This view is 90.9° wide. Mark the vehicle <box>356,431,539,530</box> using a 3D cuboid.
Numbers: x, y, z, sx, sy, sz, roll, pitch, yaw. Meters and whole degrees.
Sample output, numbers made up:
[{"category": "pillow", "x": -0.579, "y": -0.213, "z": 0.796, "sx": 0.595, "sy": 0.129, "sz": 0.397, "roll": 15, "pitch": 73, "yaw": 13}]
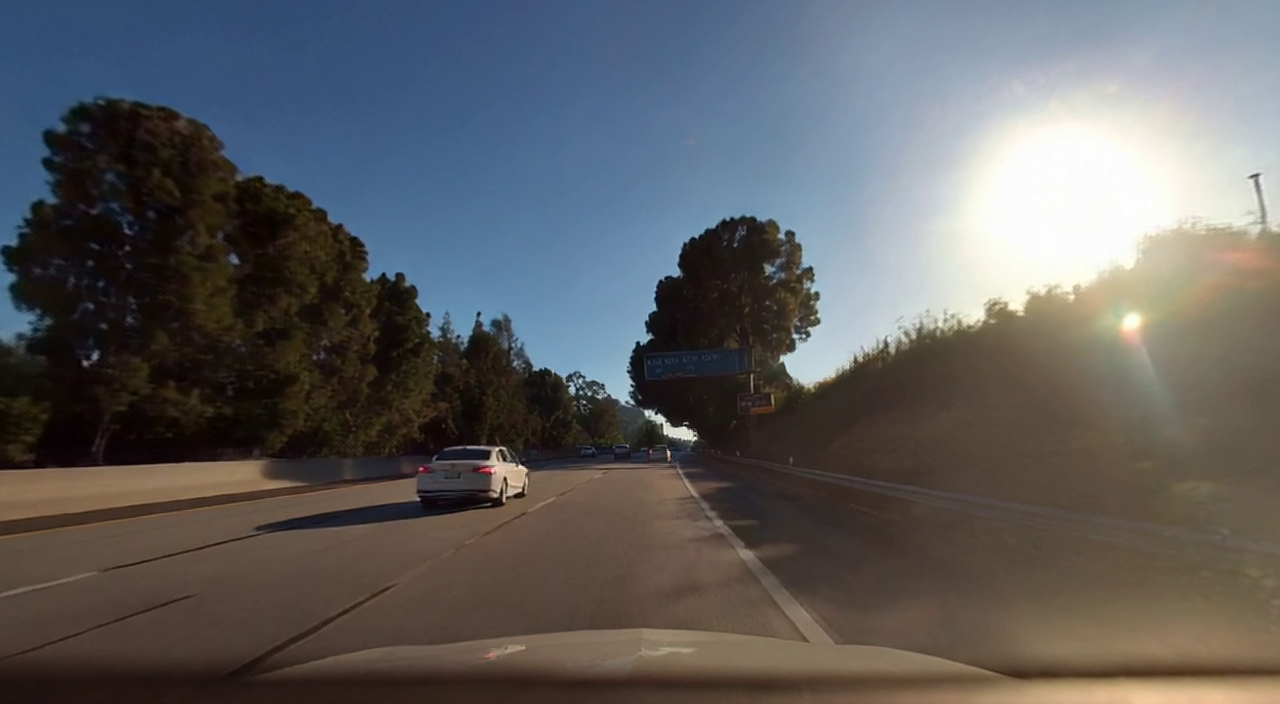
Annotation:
[{"category": "vehicle", "x": -3.371, "y": 2.341, "z": 12.141, "sx": 2.024, "sy": 1.531, "sz": 4.431, "roll": 0, "pitch": -8, "yaw": 1}]

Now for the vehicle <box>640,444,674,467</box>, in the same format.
[{"category": "vehicle", "x": 1.171, "y": 6.783, "z": 41.539, "sx": 2.113, "sy": 1.464, "sz": 4.073, "roll": 0, "pitch": -8, "yaw": 3}]
